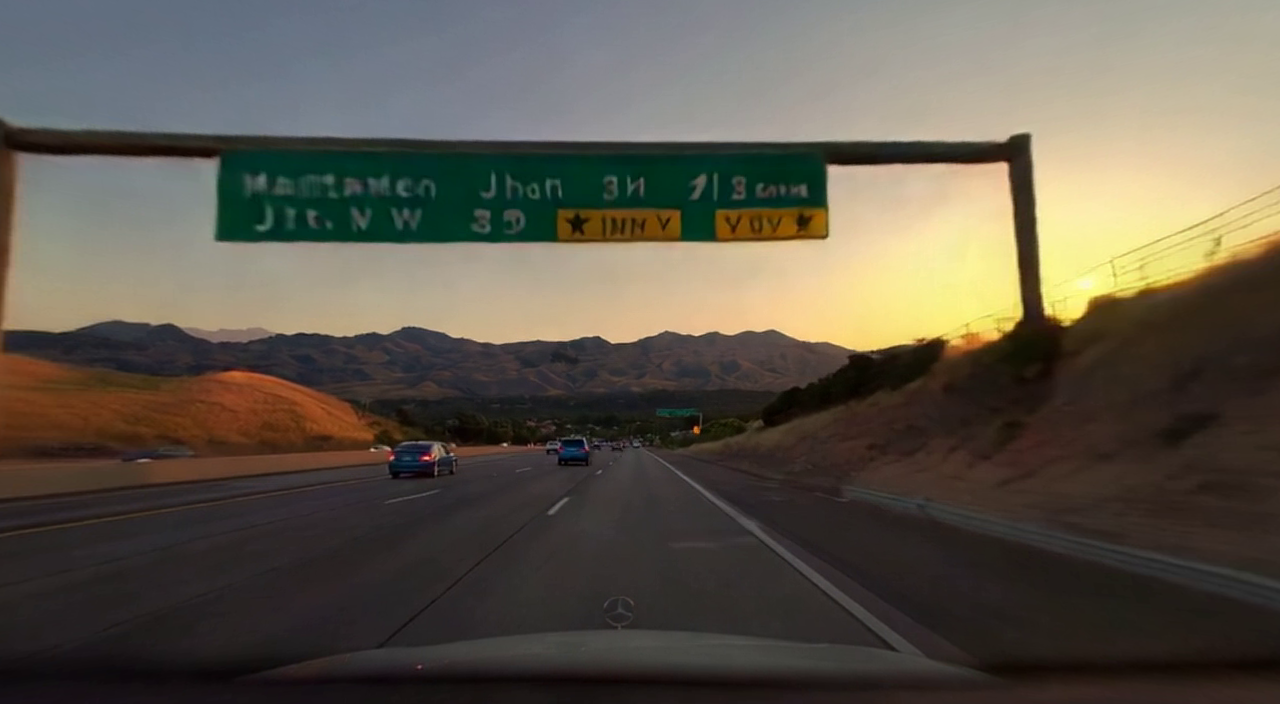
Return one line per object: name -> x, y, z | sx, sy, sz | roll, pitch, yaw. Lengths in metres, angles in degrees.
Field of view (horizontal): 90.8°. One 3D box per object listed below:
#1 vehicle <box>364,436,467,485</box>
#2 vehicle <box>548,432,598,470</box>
vehicle -> -7.607, 3.698, 21.960 | 1.930, 1.508, 4.567 | 0, -8, 0
vehicle -> -3.283, 4.975, 31.839 | 2.029, 1.753, 4.718 | 0, -8, 0
